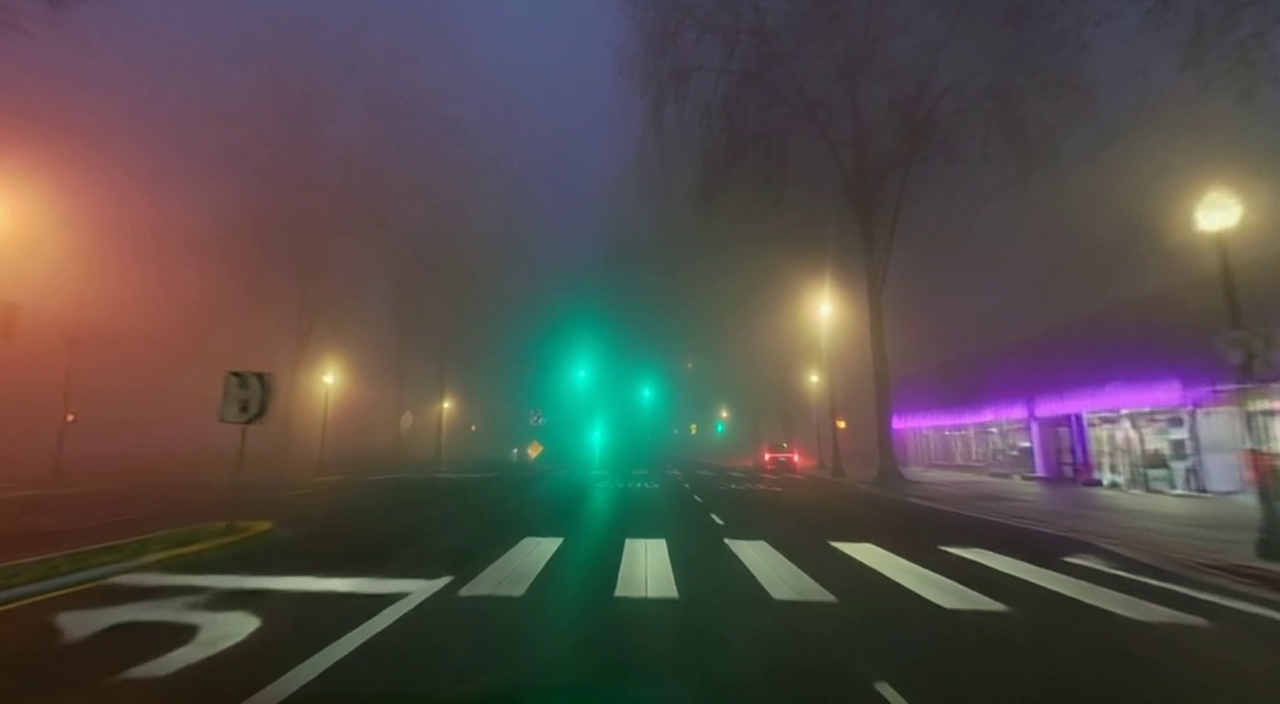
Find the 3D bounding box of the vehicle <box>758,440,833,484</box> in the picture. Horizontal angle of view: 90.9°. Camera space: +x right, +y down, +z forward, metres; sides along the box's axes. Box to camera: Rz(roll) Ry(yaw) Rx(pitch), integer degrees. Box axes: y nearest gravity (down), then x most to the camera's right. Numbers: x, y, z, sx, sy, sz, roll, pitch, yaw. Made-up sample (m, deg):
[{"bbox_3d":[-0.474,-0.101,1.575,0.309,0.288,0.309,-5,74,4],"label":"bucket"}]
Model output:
[{"bbox_3d":[6.235,4.435,25.747,1.906,1.523,4.336,4,-8,0],"label":"vehicle"}]
